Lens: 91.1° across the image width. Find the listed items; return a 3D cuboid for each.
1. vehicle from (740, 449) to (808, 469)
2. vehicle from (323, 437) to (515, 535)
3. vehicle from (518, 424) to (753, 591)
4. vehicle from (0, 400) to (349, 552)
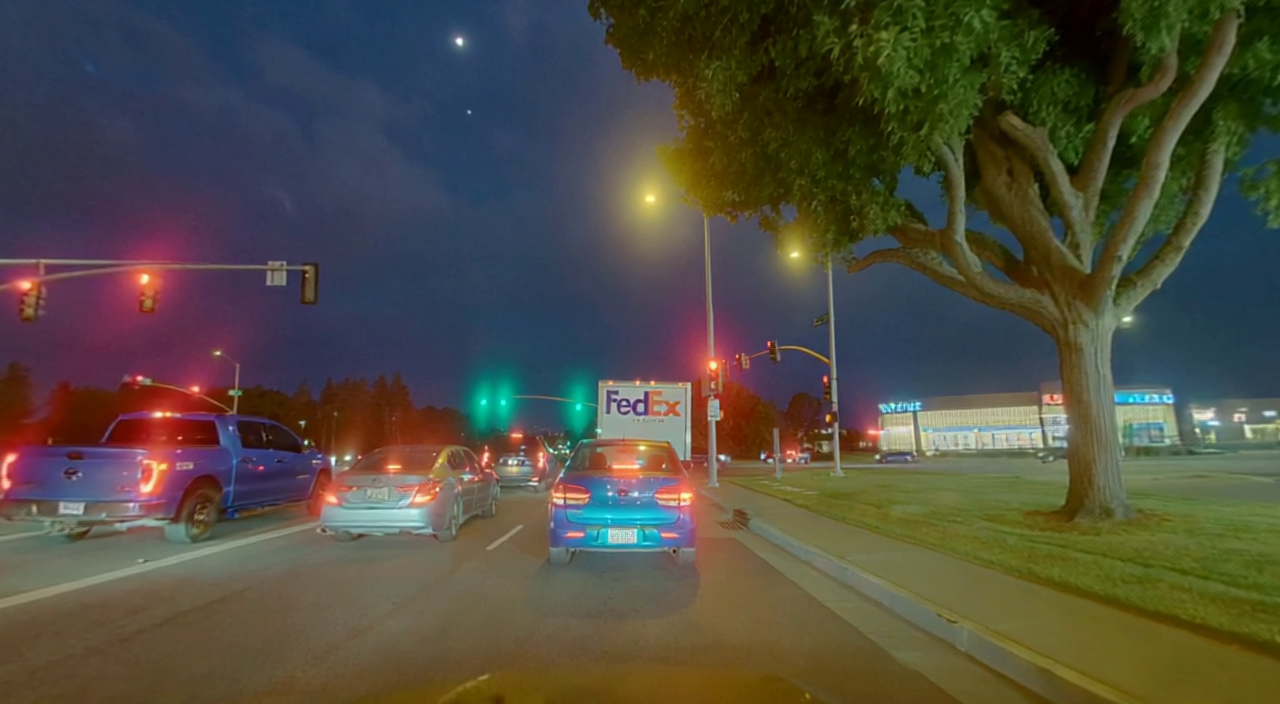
[{"bbox_3d":[10.354,8.281,48.669,4.841,1.494,1.829,1,-9,-5],"label":"vehicle"},{"bbox_3d":[-3.864,2.402,11.942,1.949,1.487,4.390,0,-9,1],"label":"vehicle"},{"bbox_3d":[-0.040,1.748,7.944,2.145,1.513,4.269,0,-9,0],"label":"vehicle"},{"bbox_3d":[-7.278,1.979,10.740,2.125,1.893,5.498,0,-9,-2],"label":"vehicle"}]
